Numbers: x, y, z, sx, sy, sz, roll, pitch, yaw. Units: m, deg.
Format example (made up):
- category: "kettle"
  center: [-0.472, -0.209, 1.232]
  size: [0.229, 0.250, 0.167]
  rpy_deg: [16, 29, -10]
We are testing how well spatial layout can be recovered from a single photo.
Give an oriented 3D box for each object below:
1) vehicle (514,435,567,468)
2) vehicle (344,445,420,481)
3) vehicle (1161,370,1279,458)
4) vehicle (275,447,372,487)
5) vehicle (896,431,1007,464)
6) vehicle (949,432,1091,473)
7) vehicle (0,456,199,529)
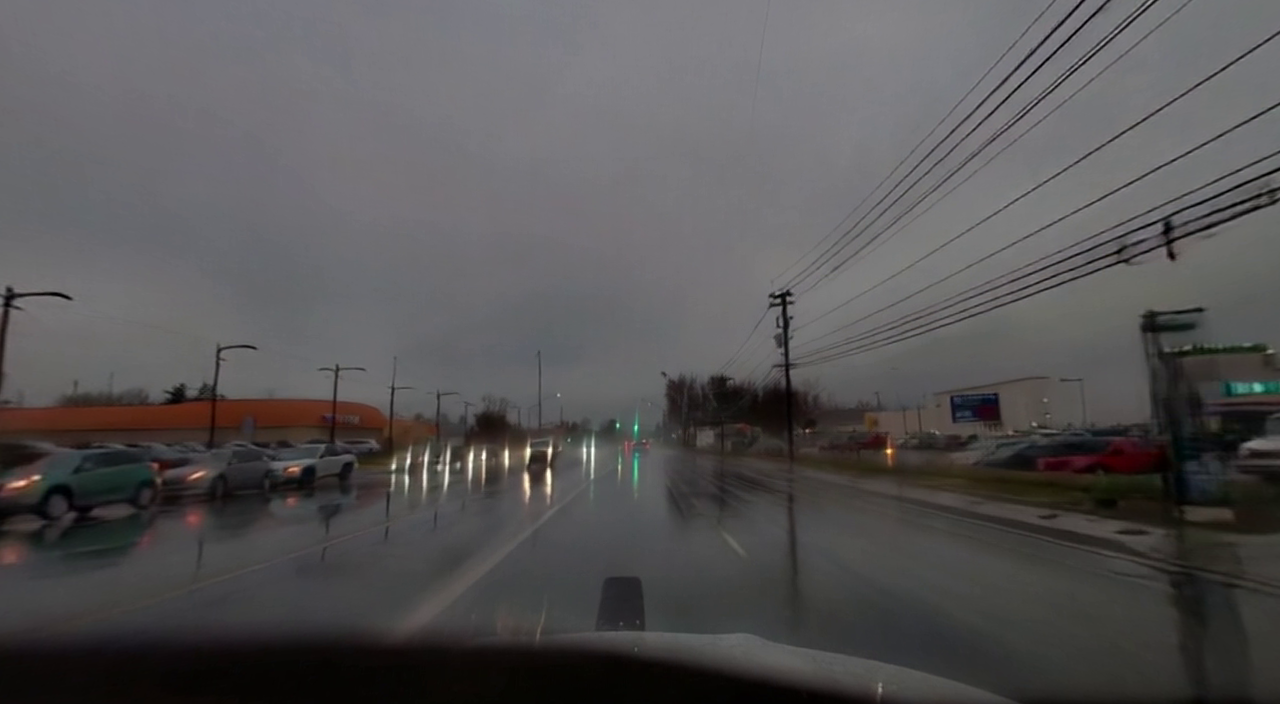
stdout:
- category: "vehicle"
  center: [-5.774, 5.817, 37.225]
  size: [2.180, 1.805, 5.170]
  rpy_deg: [0, -8, 1]
- category: "vehicle"
  center: [-13.521, 5.826, 33.471]
  size: [1.793, 1.534, 5.400]
  rpy_deg: [-2, -7, 0]
- category: "vehicle"
  center: [29.528, 2.896, 28.893]
  size: [8.821, 3.745, 2.909]
  rpy_deg: [0, -8, -3]
- category: "vehicle"
  center: [-13.722, 4.956, 27.713]
  size: [1.901, 1.552, 4.541]
  rpy_deg: [0, -8, 0]
- category: "vehicle"
  center: [15.006, 4.617, 30.616]
  size: [4.300, 1.431, 1.937]
  rpy_deg: [-1, -7, 1]
- category: "vehicle"
  center: [15.071, 3.994, 25.250]
  size: [4.396, 1.412, 1.858]
  rpy_deg: [-2, -6, 3]
- category: "vehicle"
  center: [-13.639, 3.403, 15.882]
  size: [1.791, 1.377, 4.807]
  rpy_deg: [-2, -8, -2]
